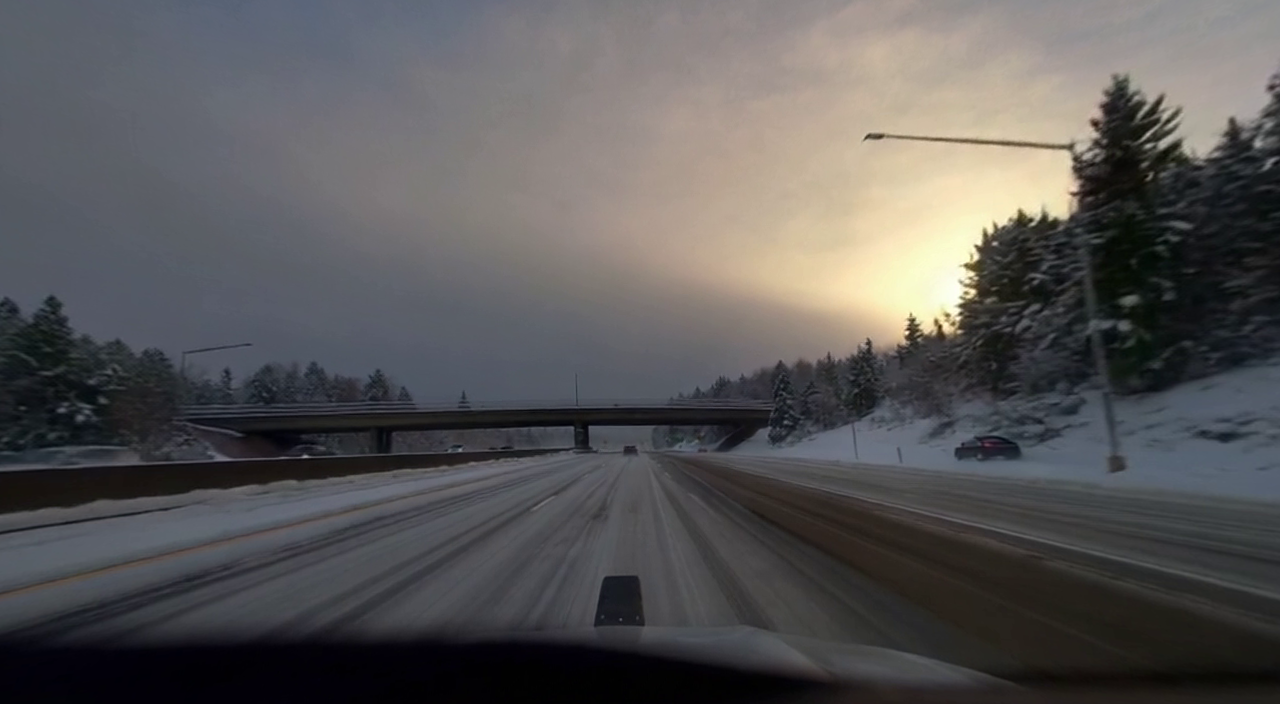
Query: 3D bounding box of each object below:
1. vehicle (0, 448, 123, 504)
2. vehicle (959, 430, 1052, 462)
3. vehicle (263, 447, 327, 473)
[{"bbox_3d":[-18.389,3.647,18.952,1.871,1.497,4.589,0,-9,-1],"label":"vehicle"},{"bbox_3d":[18.566,4.825,32.380,1.916,1.508,4.485,0,-9,-2],"label":"vehicle"},{"bbox_3d":[-22.018,6.849,40.486,1.825,1.556,4.203,0,-9,-1],"label":"vehicle"}]
